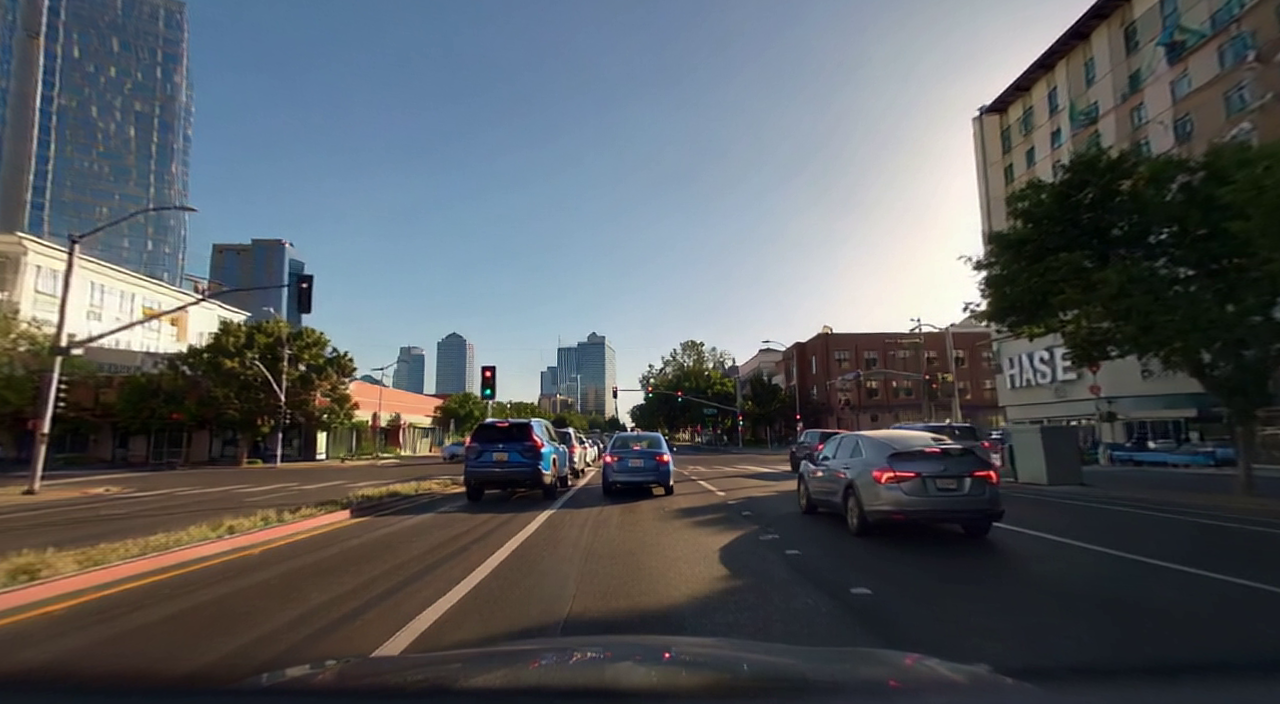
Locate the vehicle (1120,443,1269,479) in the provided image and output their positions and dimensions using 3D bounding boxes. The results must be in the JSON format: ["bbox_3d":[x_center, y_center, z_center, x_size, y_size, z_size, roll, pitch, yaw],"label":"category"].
[{"bbox_3d":[23.148,4.562,26.513,4.368,1.448,1.876,-1,-8,2],"label":"vehicle"}]

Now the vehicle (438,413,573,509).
[{"bbox_3d":[-2.842,2.453,14.610,2.064,1.825,4.760,0,-8,0],"label":"vehicle"}]

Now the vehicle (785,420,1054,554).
[{"bbox_3d":[3.651,1.837,9.340,1.861,1.473,4.393,0,-8,-2],"label":"vehicle"}]

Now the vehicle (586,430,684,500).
[{"bbox_3d":[-0.131,2.726,15.627,2.097,1.480,4.006,0,-8,-1],"label":"vehicle"}]
